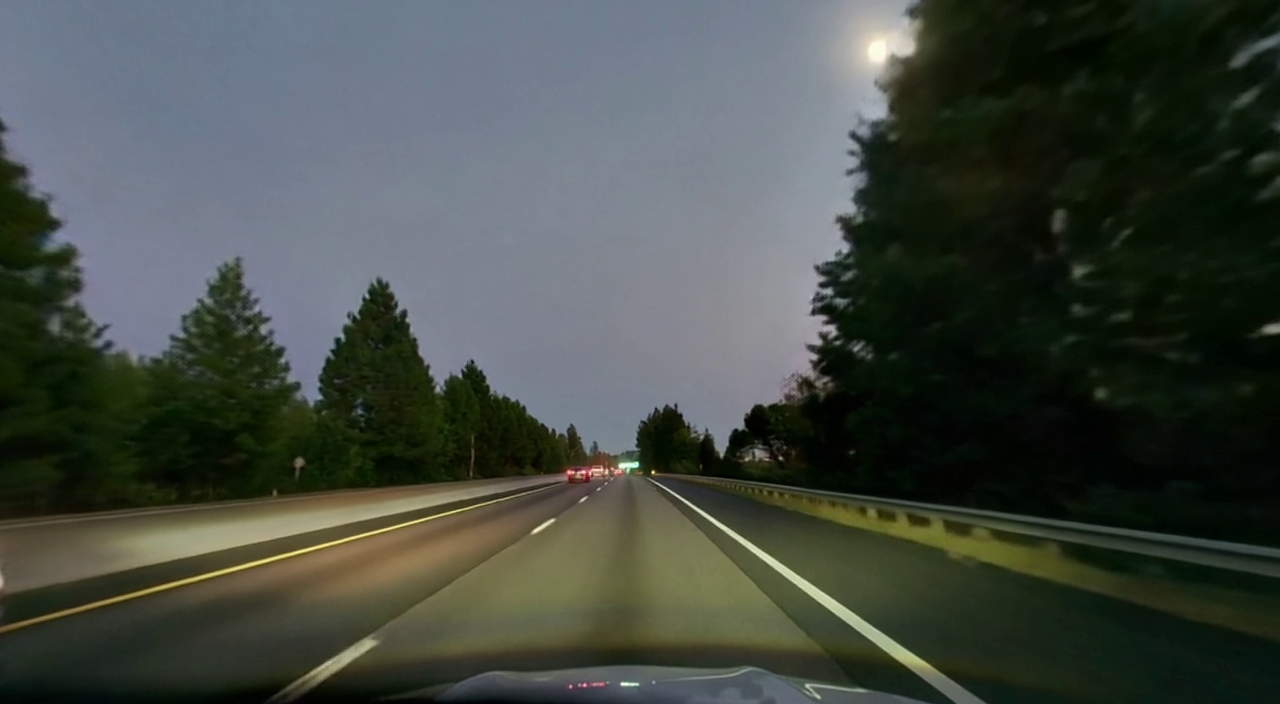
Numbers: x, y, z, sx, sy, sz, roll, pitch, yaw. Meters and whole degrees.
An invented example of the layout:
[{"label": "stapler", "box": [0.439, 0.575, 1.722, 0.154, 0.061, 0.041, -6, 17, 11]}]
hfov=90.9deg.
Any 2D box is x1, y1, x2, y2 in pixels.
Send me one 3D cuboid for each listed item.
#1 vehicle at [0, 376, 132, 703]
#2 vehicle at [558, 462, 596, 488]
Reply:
[{"label": "vehicle", "box": [-3.889, 0.625, 1.042, 2.123, 1.666, 4.709, 1, -10, 0]}, {"label": "vehicle", "box": [-4.148, 8.236, 42.239, 2.068, 1.592, 4.479, 1, -10, 0]}]
